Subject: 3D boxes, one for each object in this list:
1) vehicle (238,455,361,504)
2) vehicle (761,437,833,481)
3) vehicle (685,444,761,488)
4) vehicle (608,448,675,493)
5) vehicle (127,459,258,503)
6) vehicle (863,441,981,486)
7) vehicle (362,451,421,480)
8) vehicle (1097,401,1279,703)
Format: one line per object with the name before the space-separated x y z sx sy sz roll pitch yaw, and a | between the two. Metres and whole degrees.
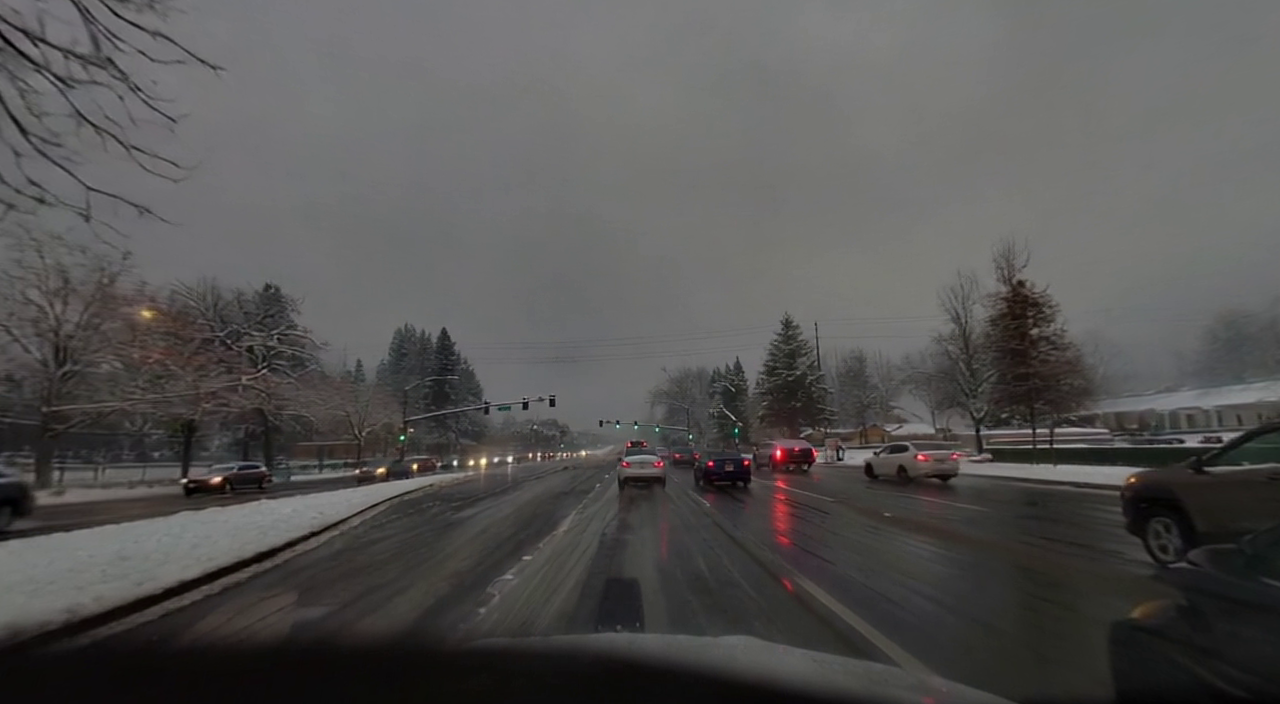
vehicle | -12.043 4.495 22.728 1.896 1.484 4.473 0 -9 0
vehicle | 6.484 4.471 26.533 1.931 1.685 4.054 0 -9 -1
vehicle | 2.938 4.136 23.405 1.970 1.445 4.974 0 -9 -2
vehicle | -0.009 3.866 21.008 1.990 1.347 4.067 0 -9 -1
vehicle | -19.004 5.447 27.190 1.992 1.607 4.965 0 -9 -1
vehicle | 10.194 4.060 23.382 1.890 1.488 5.113 0 -9 -2
vehicle | -15.783 7.205 40.368 1.935 1.736 4.531 0 -9 0
vehicle | 3.455 0.725 1.052 1.959 1.472 4.571 0 -9 0
